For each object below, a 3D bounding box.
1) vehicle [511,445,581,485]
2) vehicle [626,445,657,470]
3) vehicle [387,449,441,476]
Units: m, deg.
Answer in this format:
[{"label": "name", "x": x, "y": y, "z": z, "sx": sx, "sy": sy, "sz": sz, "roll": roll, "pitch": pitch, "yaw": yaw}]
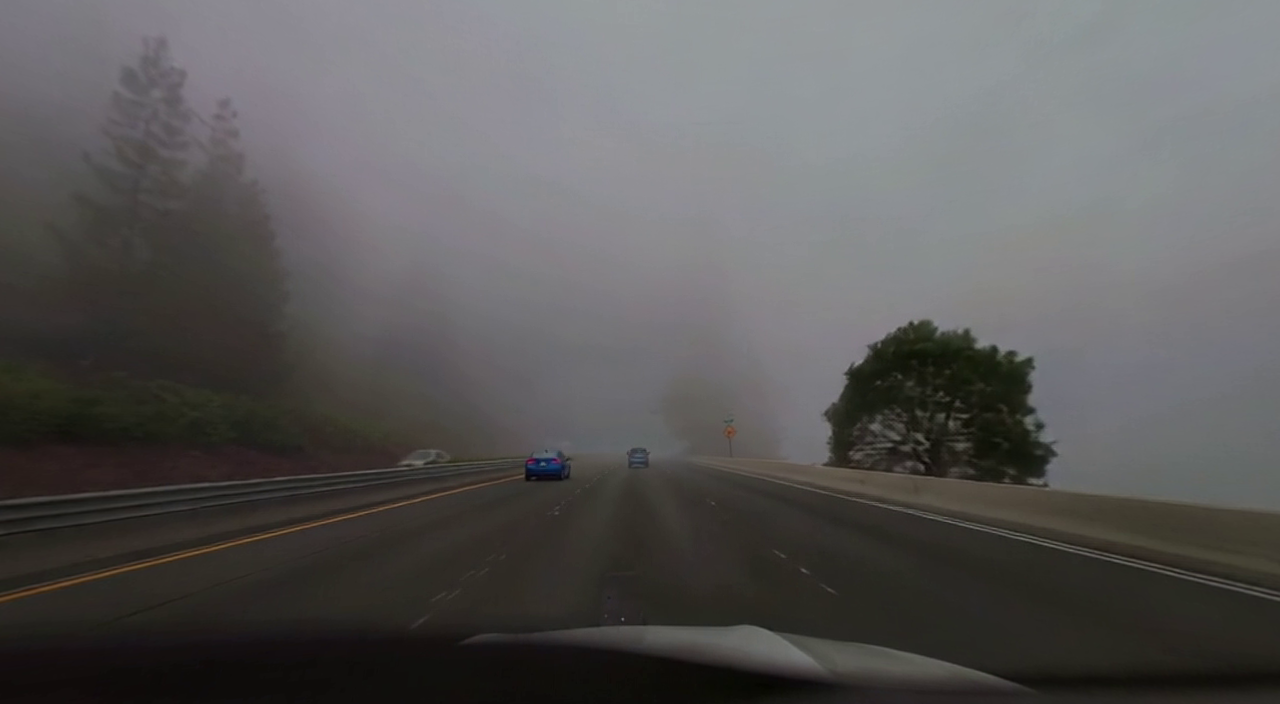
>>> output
[{"label": "vehicle", "x": -3.738, "y": 4.602, "z": 25.942, "sx": 2.157, "sy": 1.483, "sz": 4.601, "roll": 0, "pitch": -9, "yaw": 1}, {"label": "vehicle", "x": 0.090, "y": 7.006, "z": 42.047, "sx": 2.011, "sy": 1.590, "sz": 3.607, "roll": 0, "pitch": -9, "yaw": 0}, {"label": "vehicle", "x": -13.486, "y": 6.596, "z": 37.794, "sx": 1.765, "sy": 1.493, "sz": 4.007, "roll": 0, "pitch": -9, "yaw": -1}]
